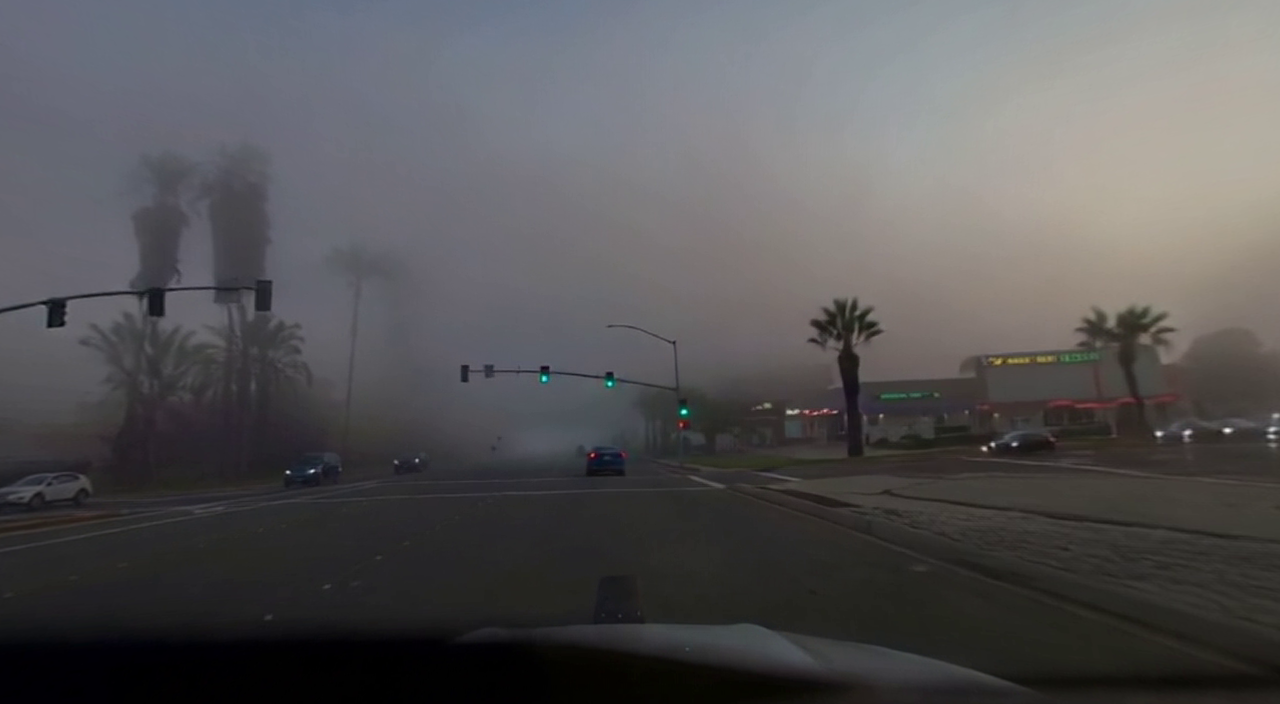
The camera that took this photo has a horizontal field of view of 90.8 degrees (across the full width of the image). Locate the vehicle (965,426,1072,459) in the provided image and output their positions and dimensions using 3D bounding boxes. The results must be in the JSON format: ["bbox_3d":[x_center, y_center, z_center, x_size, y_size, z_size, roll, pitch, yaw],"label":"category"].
[{"bbox_3d":[18.592,4.464,31.350,2.046,1.481,4.936,0,-8,-4],"label":"vehicle"}]

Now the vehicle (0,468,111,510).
[{"bbox_3d":[-27.577,6.251,29.027,2.026,1.540,4.468,-3,-8,21],"label":"vehicle"}]

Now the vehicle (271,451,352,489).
[{"bbox_3d":[-15.809,5.660,30.714,2.027,1.534,4.779,1,-8,-9],"label":"vehicle"}]

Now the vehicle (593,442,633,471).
[{"bbox_3d":[-1.640,5.952,36.321,1.969,1.555,4.431,1,-8,-7],"label":"vehicle"}]

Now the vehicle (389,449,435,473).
[{"bbox_3d":[-15.944,7.630,44.369,2.033,1.494,4.048,1,-8,-5],"label":"vehicle"}]

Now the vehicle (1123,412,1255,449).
[{"bbox_3d":[27.382,3.972,31.790,1.919,1.716,4.946,0,-8,-4],"label":"vehicle"}]
